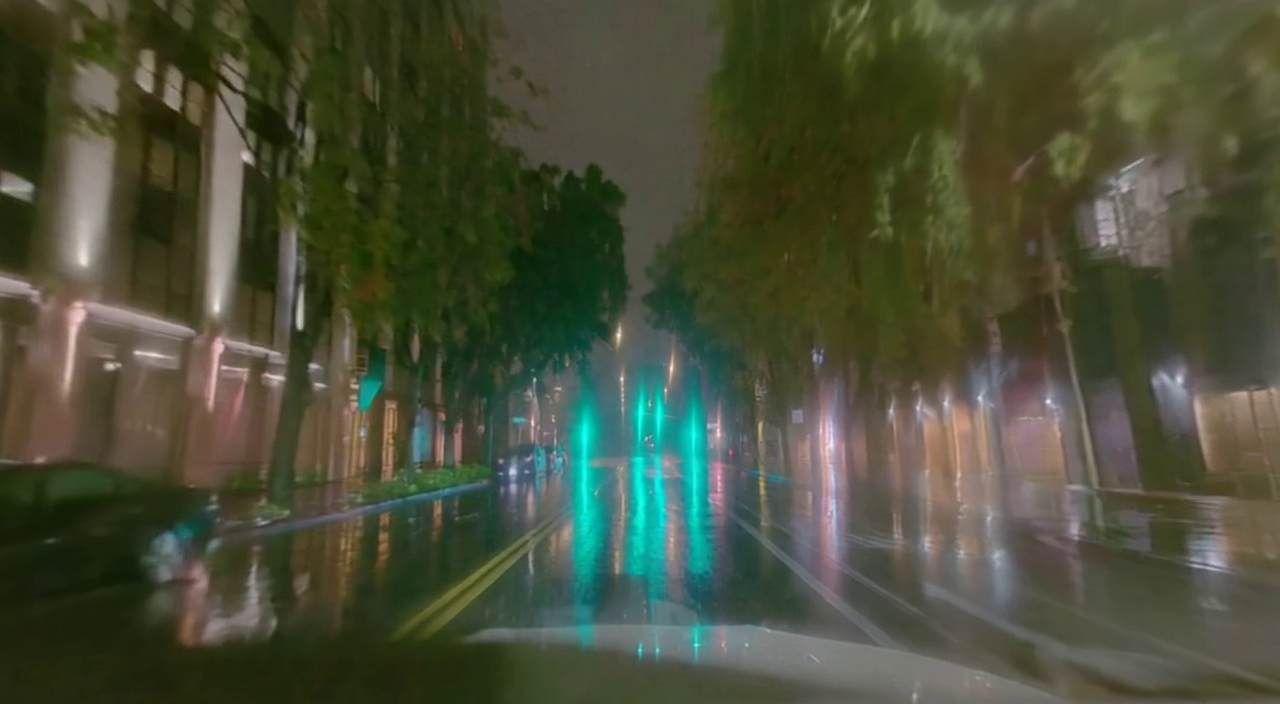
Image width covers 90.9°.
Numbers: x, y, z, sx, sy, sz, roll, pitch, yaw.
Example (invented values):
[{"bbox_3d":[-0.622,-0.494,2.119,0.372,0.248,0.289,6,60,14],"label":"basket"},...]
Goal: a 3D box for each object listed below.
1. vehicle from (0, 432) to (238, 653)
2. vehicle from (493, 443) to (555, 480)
[{"bbox_3d":[-5.970,1.517,5.240,2.223,1.658,4.621,0,-8,-1],"label":"vehicle"},{"bbox_3d":[-5.744,5.493,31.878,2.147,1.701,4.879,0,-8,1],"label":"vehicle"}]
